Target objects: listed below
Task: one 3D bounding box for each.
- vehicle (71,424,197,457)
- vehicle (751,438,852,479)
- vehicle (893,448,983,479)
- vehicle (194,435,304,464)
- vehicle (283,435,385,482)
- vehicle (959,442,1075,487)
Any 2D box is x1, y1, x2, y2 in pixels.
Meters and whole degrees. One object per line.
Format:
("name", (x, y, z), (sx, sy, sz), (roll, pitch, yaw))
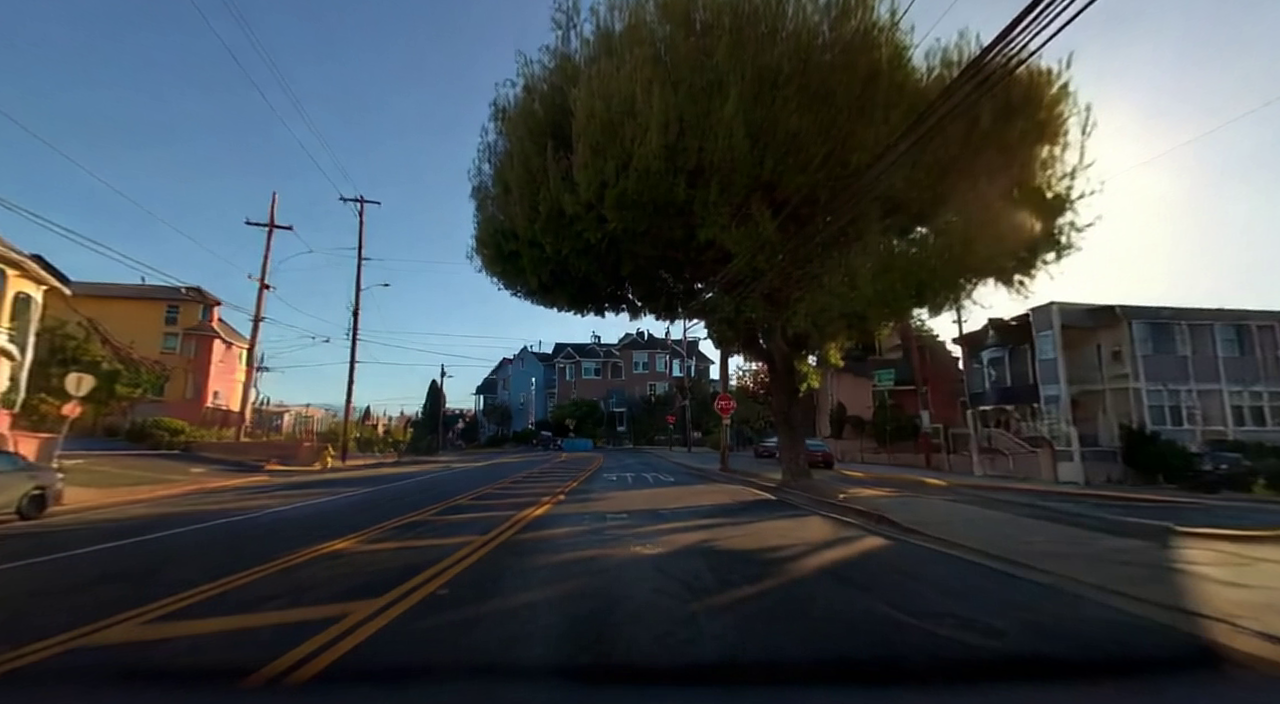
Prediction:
("vehicle", (-27.201, 4.792, 34.123), (4.842, 1.690, 1.938), (1, -9, -9))
("vehicle", (6.353, 4.252, 25.451), (2.081, 1.496, 4.490), (2, -9, -13))
("vehicle", (15.275, 5.705, 32.645), (1.909, 1.460, 4.282), (2, -9, -12))
("vehicle", (-21.458, 5.364, 34.837), (4.647, 1.515, 2.009), (1, -9, -6))
("vehicle", (-12.942, 4.534, 27.173), (1.940, 1.789, 5.086), (0, -9, -2))
("vehicle", (16.393, 4.890, 27.754), (1.847, 1.682, 4.419), (5, -9, -11))
